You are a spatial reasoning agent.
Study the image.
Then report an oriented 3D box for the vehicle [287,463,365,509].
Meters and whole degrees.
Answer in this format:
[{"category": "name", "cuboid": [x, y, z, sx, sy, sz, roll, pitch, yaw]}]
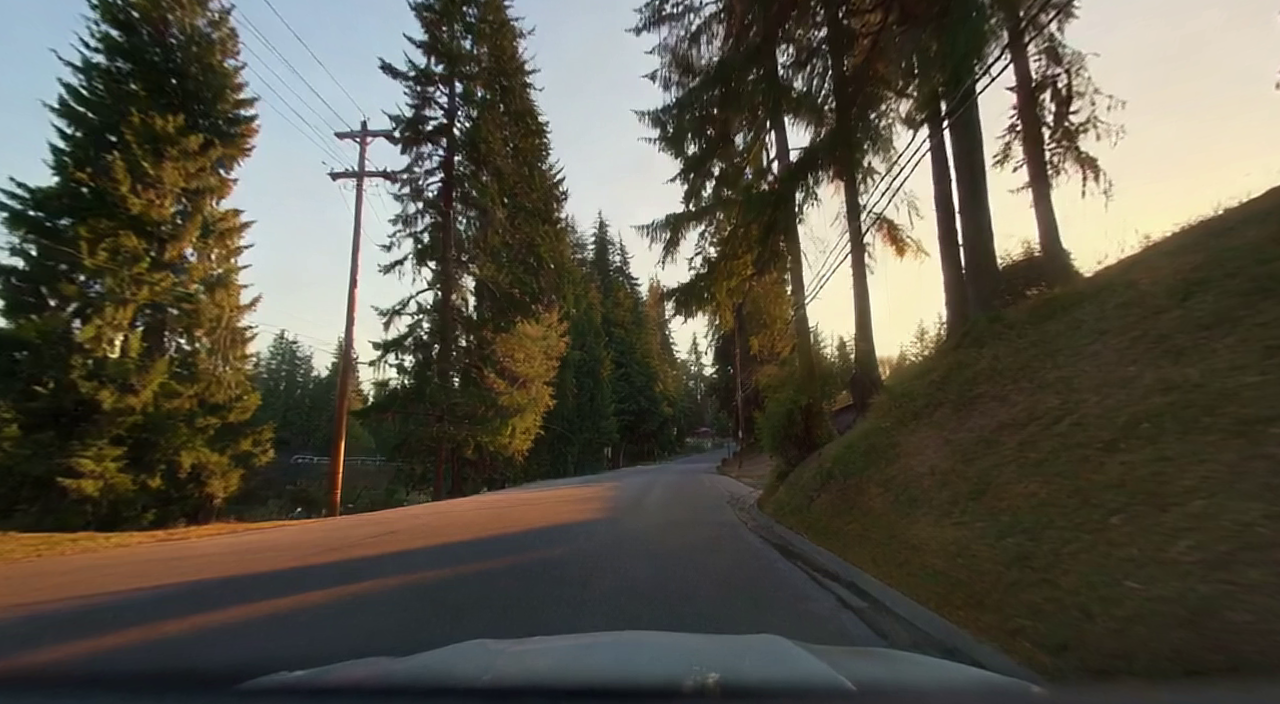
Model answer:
[{"category": "vehicle", "cuboid": [-13.107, 5.568, 26.614, 2.058, 1.654, 4.273, 2, -9, -15]}]
